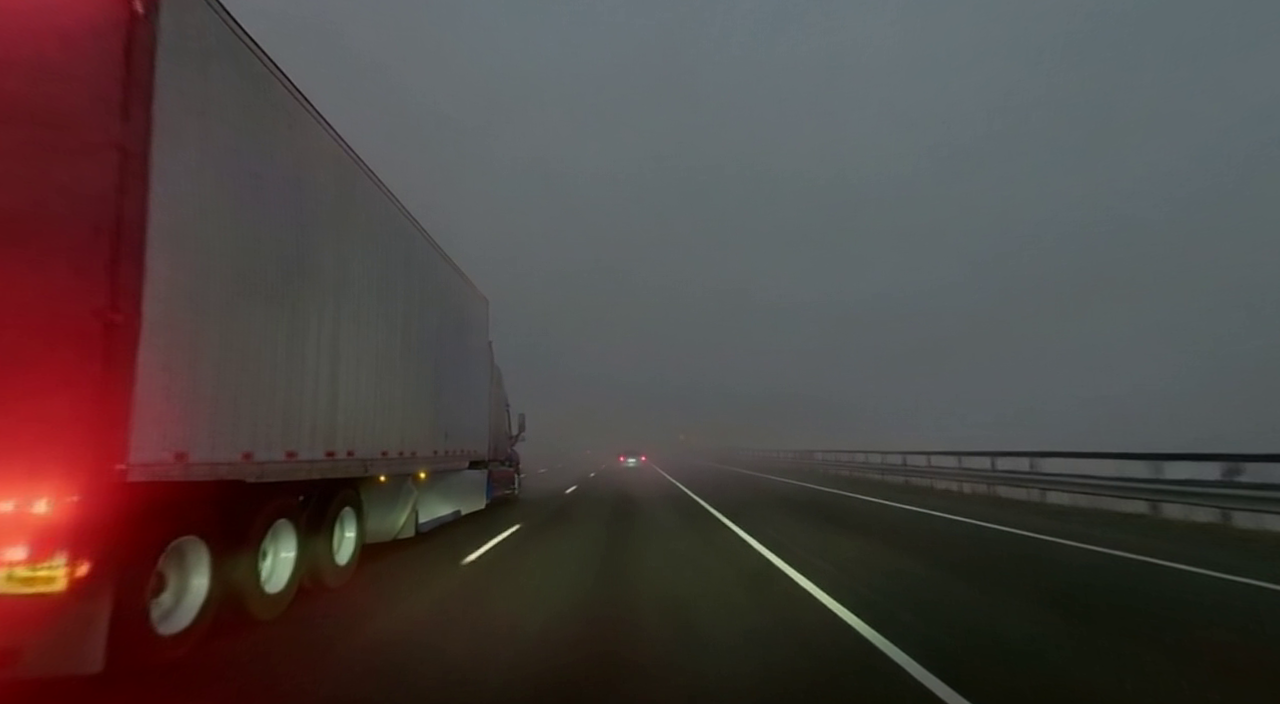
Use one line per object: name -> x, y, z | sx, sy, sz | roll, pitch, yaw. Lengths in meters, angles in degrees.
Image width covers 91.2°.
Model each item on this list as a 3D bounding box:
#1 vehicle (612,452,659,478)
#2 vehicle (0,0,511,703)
vehicle -> -0.259, 6.260, 35.082 | 2.398, 1.336, 5.698 | 0, -9, -1
vehicle -> -3.977, 0.200, 5.189 | 2.914, 4.039, 14.493 | 0, -9, -1
